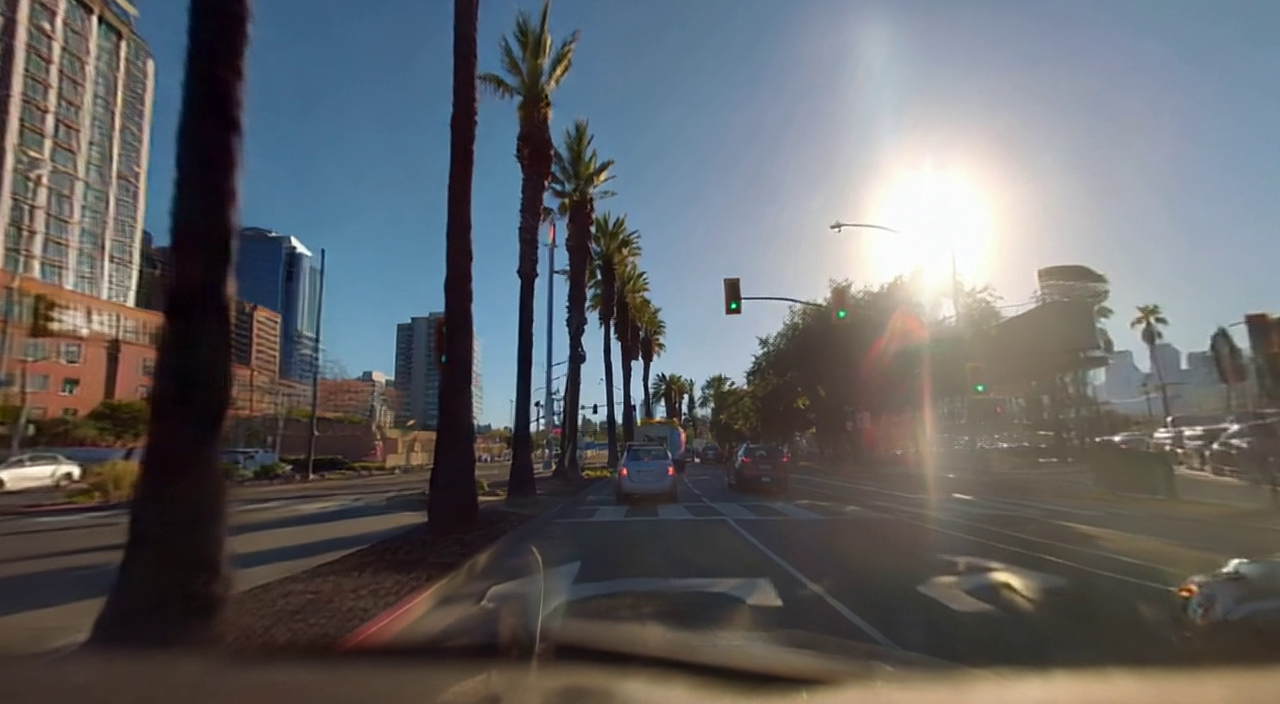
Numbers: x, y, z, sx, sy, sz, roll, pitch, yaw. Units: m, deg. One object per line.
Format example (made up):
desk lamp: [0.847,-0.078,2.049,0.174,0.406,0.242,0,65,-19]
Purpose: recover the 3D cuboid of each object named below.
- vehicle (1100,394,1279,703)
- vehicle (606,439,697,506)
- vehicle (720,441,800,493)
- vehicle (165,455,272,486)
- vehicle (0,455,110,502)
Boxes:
vehicle: [3.519,0.723,1.239,1.920,1.490,4.417,0,-9,1]
vehicle: [0.299,3.009,16.181,2.048,1.503,3.681,0,-9,1]
vehicle: [3.742,3.633,20.328,1.909,1.500,3.524,0,-9,1]
vehicle: [-22.163,6.223,33.472,1.809,1.472,4.601,-2,-9,13]
vehicle: [-21.613,4.348,21.935,1.844,1.478,4.618,-2,-9,13]
